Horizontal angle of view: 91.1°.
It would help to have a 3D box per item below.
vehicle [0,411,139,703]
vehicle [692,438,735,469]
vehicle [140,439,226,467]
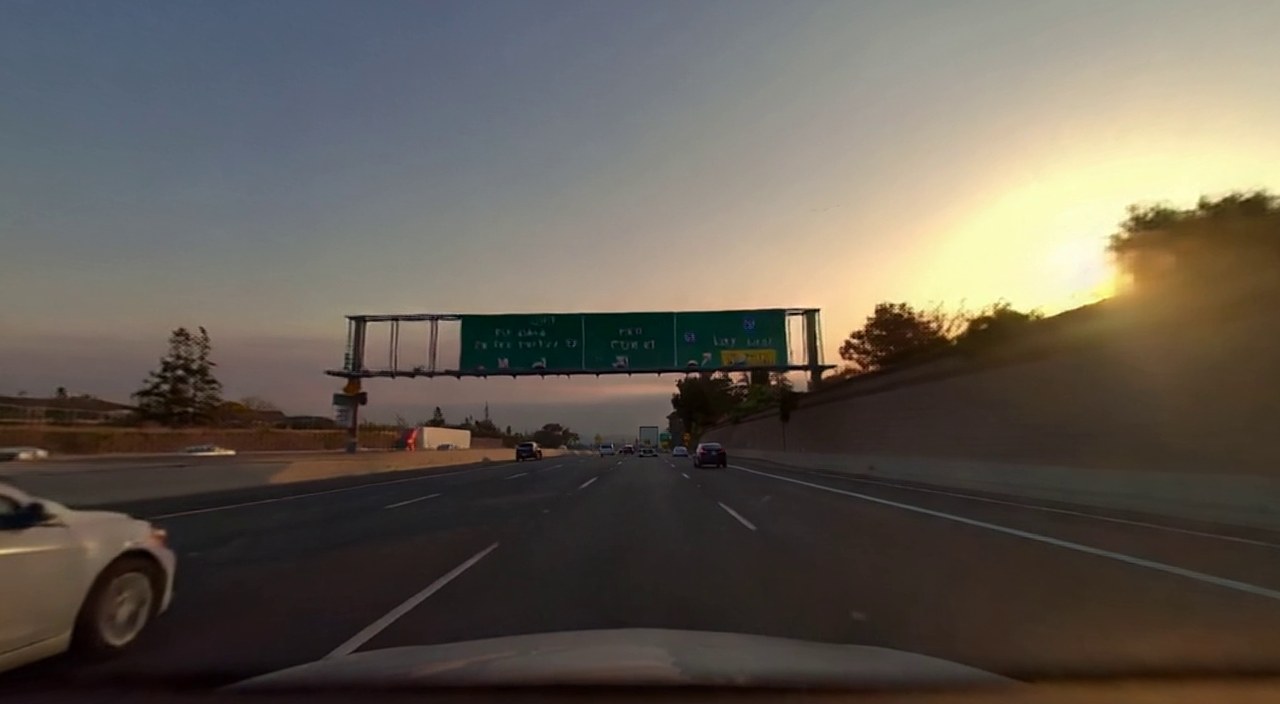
[{"bbox_3d":[-4.049,0.839,1.697,1.947,1.479,4.114,0,-8,0],"label":"vehicle"},{"bbox_3d":[4.202,5.877,36.494,2.046,1.655,4.143,0,-9,0],"label":"vehicle"},{"bbox_3d":[-32.202,7.115,44.449,2.228,1.813,5.001,0,-8,1],"label":"vehicle"}]
